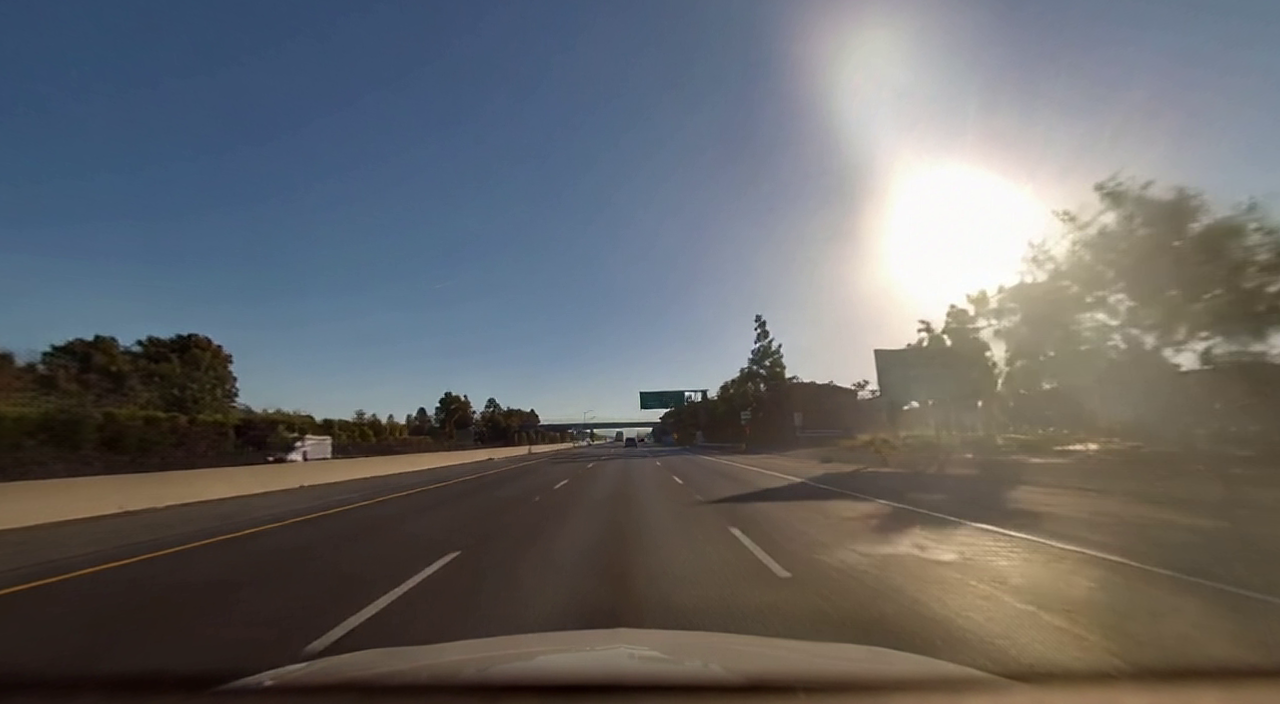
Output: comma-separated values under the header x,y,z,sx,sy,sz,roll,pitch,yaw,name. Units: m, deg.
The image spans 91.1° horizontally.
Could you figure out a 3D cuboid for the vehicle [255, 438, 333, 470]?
x,y,z,sx,sy,sz,roll,pitch,yaw,name
-21.112,6.229,38.676,2.002,1.778,5.078,0,-8,-1,vehicle
